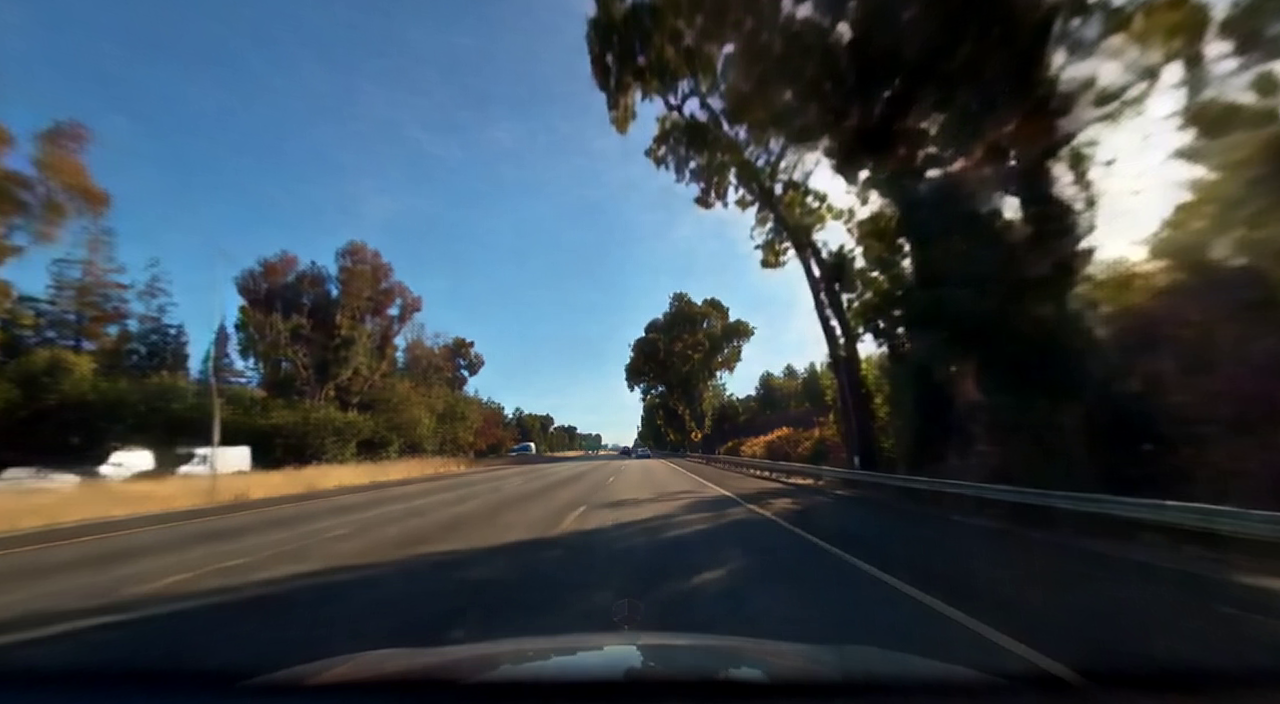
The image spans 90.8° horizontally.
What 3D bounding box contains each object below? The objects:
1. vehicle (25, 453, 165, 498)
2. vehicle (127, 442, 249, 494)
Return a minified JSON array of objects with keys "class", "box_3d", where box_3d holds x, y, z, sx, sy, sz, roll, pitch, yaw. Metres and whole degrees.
[{"class":"vehicle","box_3d":[-24.150,5.448,28.242,2.042,1.756,4.678,0,-9,0]},{"class":"vehicle","box_3d":[-24.193,6.184,34.124,2.548,2.511,5.309,0,-9,0]}]
